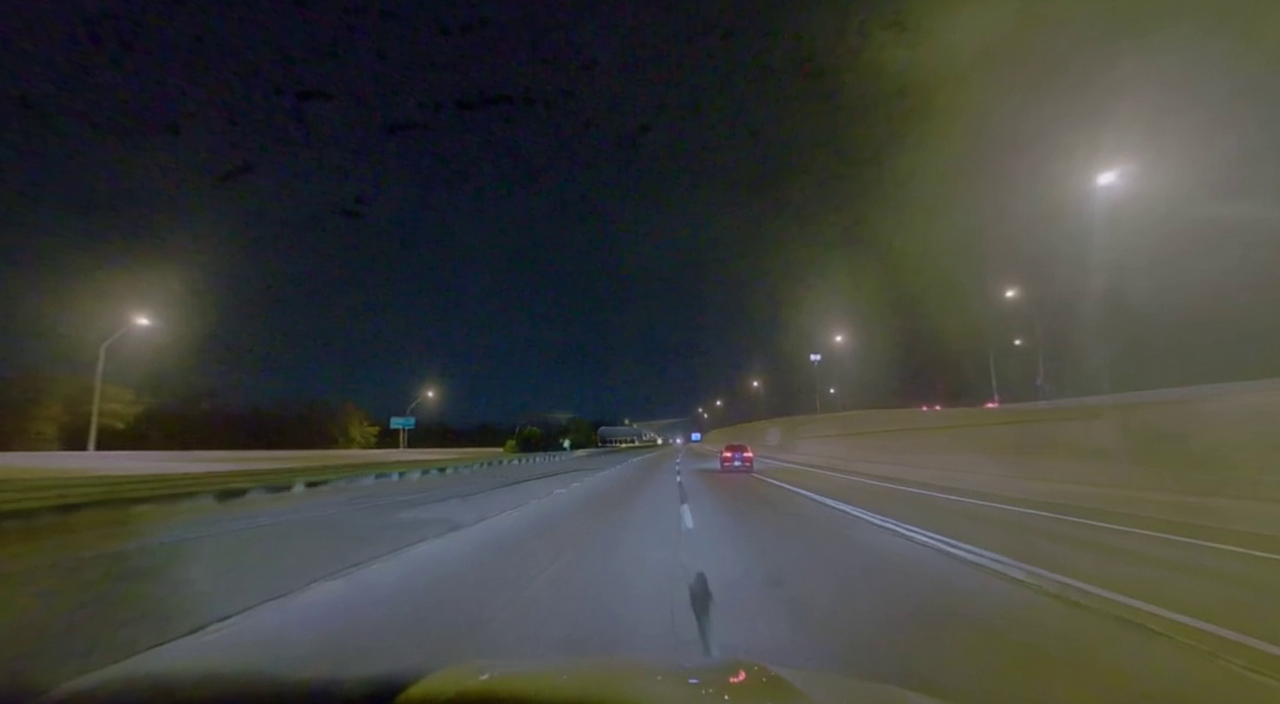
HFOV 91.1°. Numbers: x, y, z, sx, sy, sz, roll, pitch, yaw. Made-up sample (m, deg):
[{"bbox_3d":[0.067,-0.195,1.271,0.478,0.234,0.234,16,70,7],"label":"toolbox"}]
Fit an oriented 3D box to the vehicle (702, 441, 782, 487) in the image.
[{"bbox_3d":[3.380,3.825,21.738,2.124,1.405,4.398,0,-8,1],"label":"vehicle"}]
